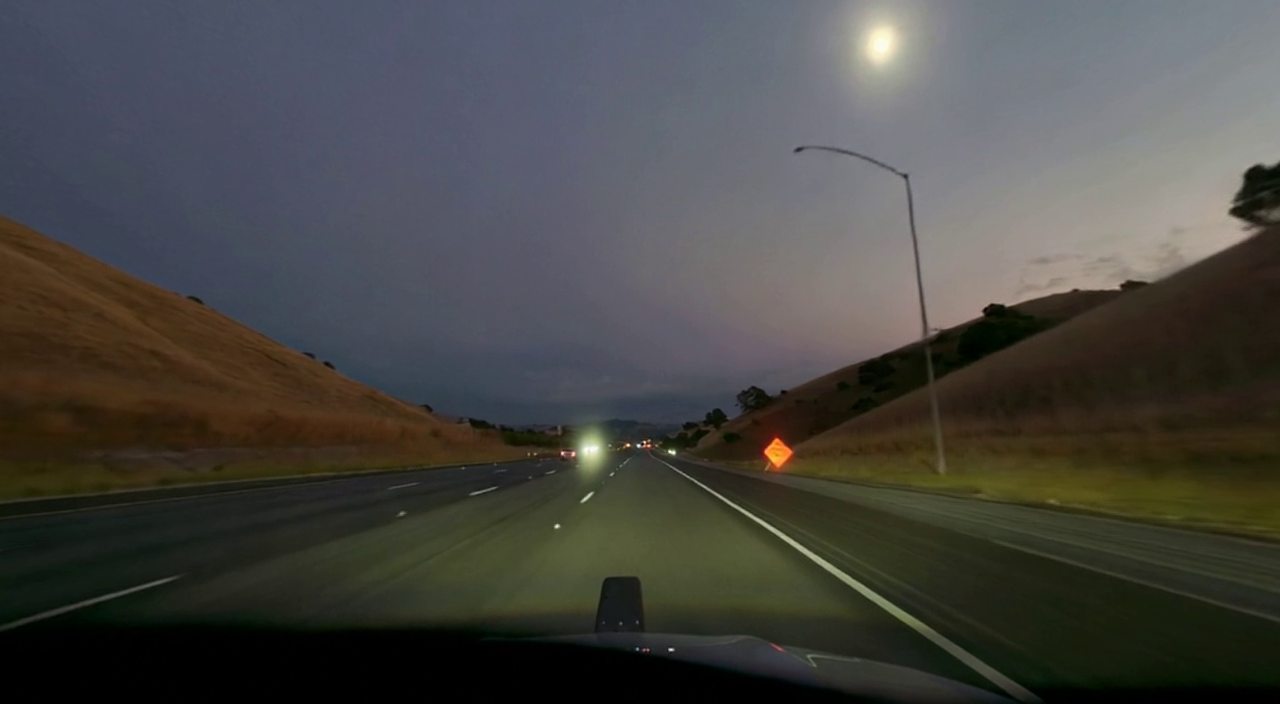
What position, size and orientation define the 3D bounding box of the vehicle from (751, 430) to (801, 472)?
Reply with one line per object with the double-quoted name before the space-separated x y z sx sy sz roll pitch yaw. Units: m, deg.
"vehicle" 10.220 7.512 47.986 2.522 2.907 5.675 -3 -8 1
